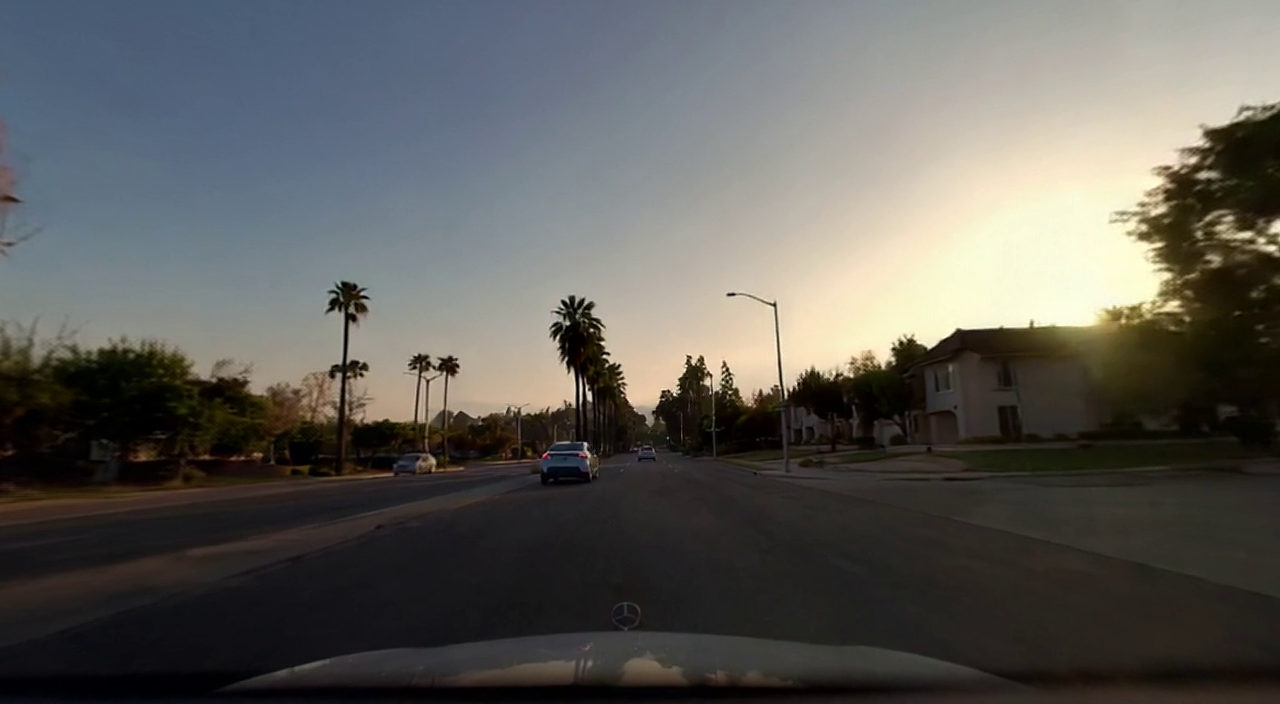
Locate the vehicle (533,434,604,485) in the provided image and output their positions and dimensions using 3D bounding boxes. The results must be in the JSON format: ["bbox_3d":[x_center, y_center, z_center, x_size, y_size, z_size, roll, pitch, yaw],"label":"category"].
[{"bbox_3d":[-2.988,4.682,27.689,2.370,1.968,5.698,0,-9,1],"label":"vehicle"}]

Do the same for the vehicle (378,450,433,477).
[{"bbox_3d":[-17.352,8.250,46.887,2.105,1.871,4.969,0,-9,1],"label":"vehicle"}]
